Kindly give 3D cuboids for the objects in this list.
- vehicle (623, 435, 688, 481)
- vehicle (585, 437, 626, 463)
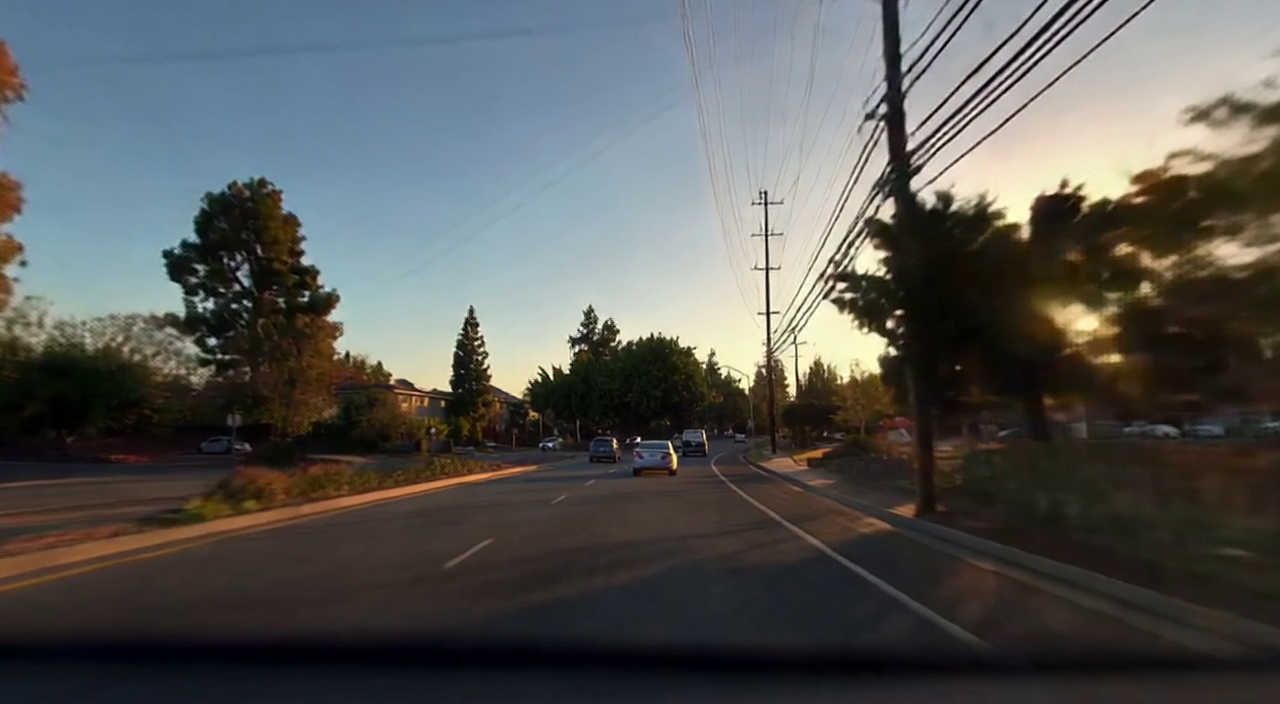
[{"bbox_3d":[0.635,3.765,22.576,2.117,1.474,4.036,-1,-8,4],"label":"vehicle"},{"bbox_3d":[-2.019,5.958,38.421,1.983,1.485,4.159,-1,-8,4],"label":"vehicle"}]
